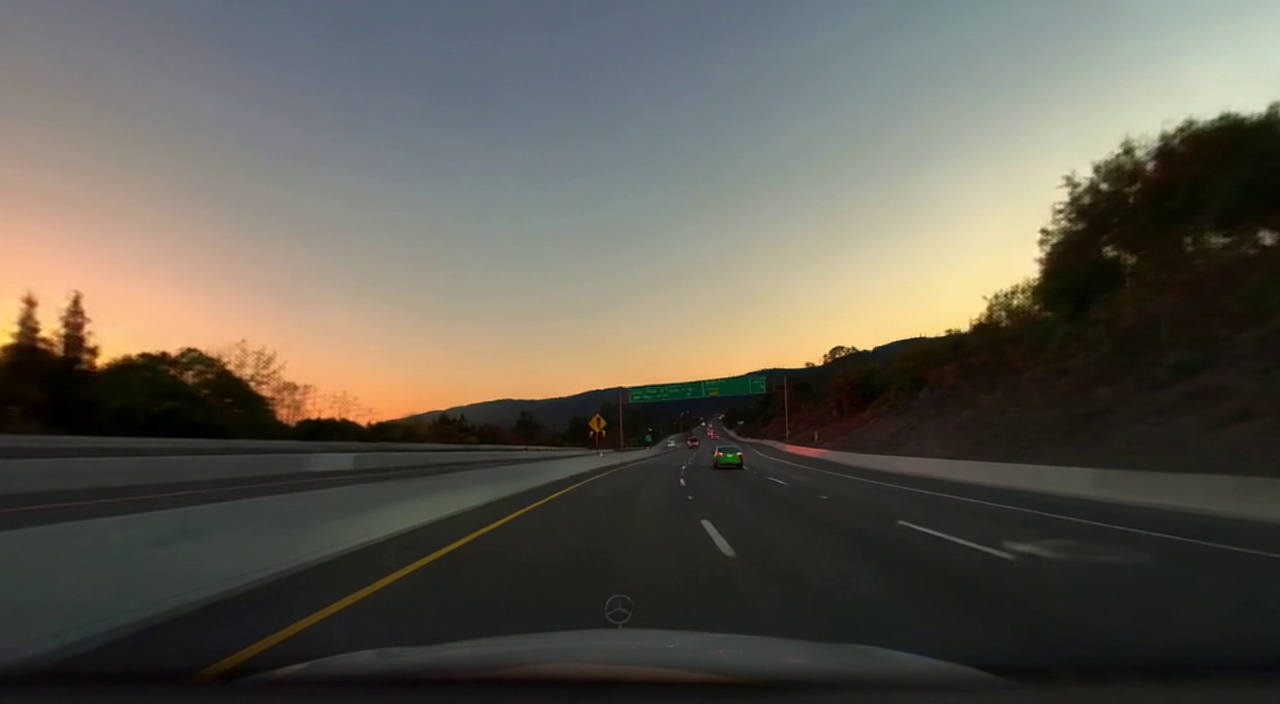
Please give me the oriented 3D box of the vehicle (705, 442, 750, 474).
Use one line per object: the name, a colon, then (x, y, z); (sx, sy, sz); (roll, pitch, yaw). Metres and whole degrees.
vehicle: (4.431, 5.419, 32.502); (1.874, 1.506, 4.116); (-1, -8, 2)
